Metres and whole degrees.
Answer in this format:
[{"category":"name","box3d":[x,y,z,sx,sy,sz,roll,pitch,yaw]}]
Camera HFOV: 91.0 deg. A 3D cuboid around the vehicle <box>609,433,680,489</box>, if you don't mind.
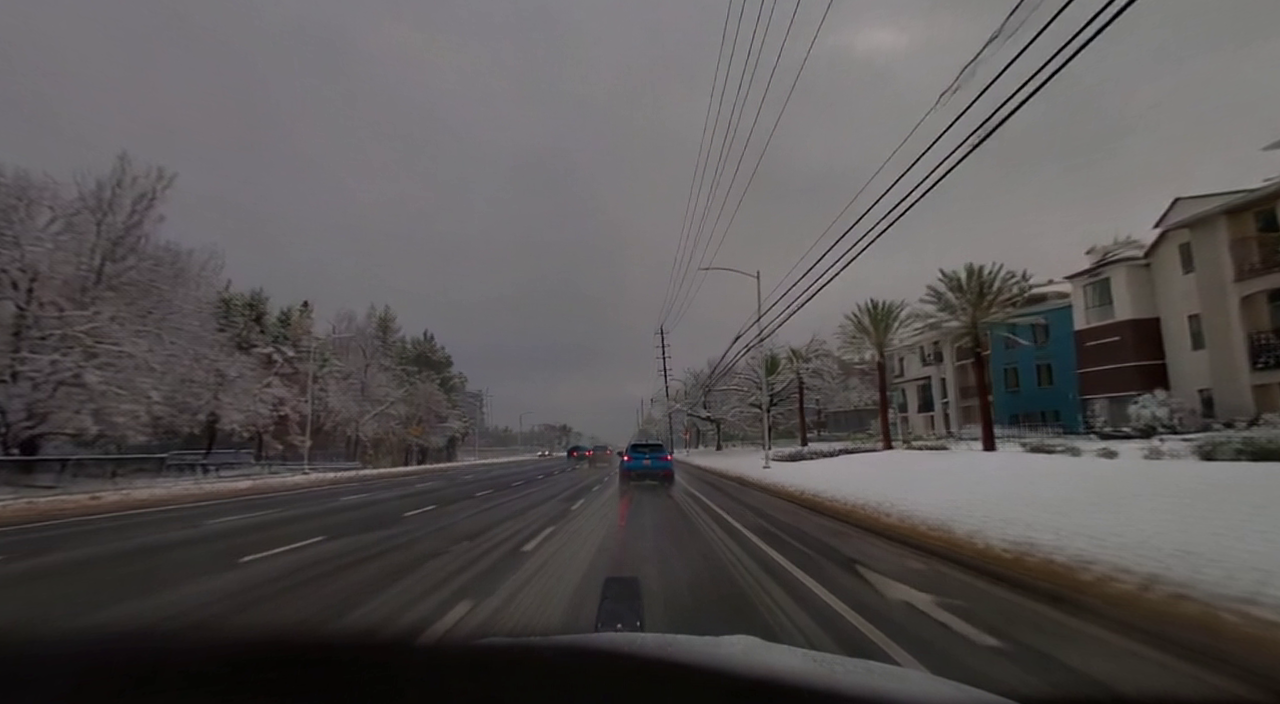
[{"category":"vehicle","box3d":[0.121,3.692,21.560,2.198,1.706,4.166,0,-9,0]}]
